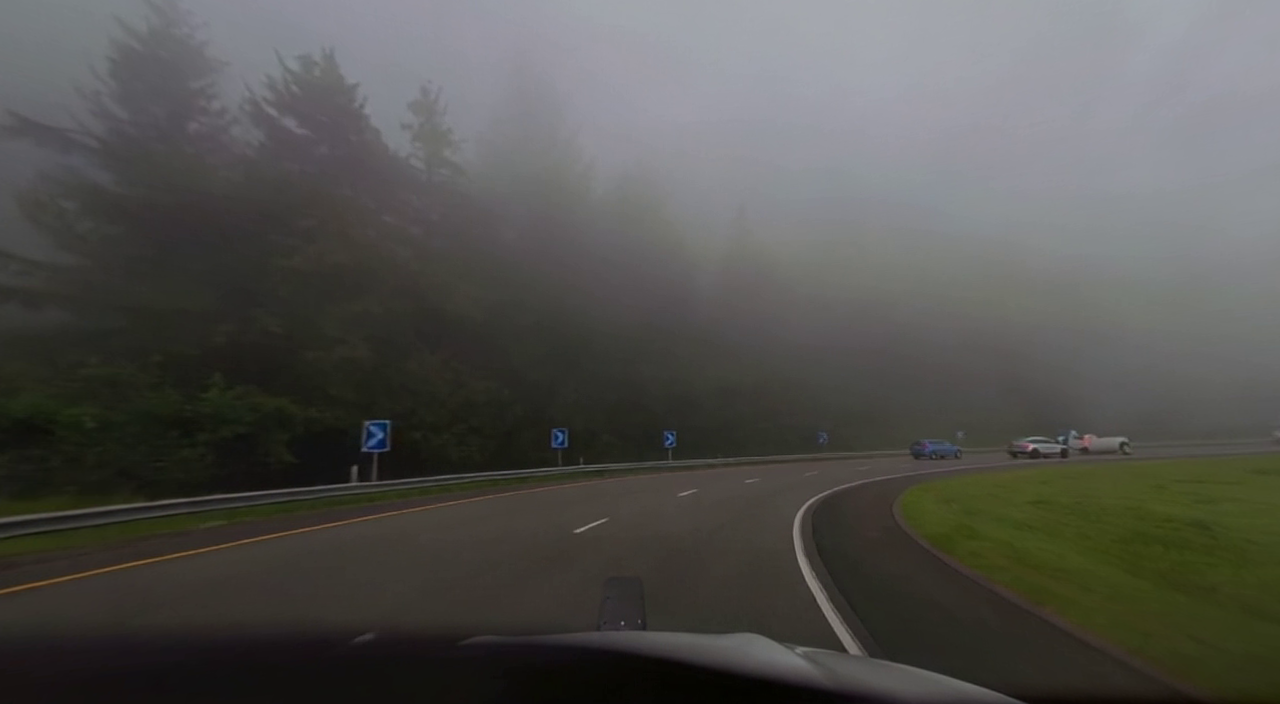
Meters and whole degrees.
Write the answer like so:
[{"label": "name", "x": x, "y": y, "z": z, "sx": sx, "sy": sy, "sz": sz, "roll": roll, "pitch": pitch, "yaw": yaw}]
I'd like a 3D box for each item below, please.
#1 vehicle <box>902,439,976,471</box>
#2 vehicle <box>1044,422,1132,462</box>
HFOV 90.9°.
[{"label": "vehicle", "x": 16.940, "y": 5.823, "z": 35.582, "sx": 4.325, "sy": 1.674, "sz": 2.221, "roll": 8, "pitch": -12, "yaw": -42}, {"label": "vehicle", "x": 33.887, "y": 6.815, "z": 47.640, "sx": 5.981, "sy": 2.823, "sz": 2.498, "roll": 4, "pitch": -10, "yaw": -24}]
